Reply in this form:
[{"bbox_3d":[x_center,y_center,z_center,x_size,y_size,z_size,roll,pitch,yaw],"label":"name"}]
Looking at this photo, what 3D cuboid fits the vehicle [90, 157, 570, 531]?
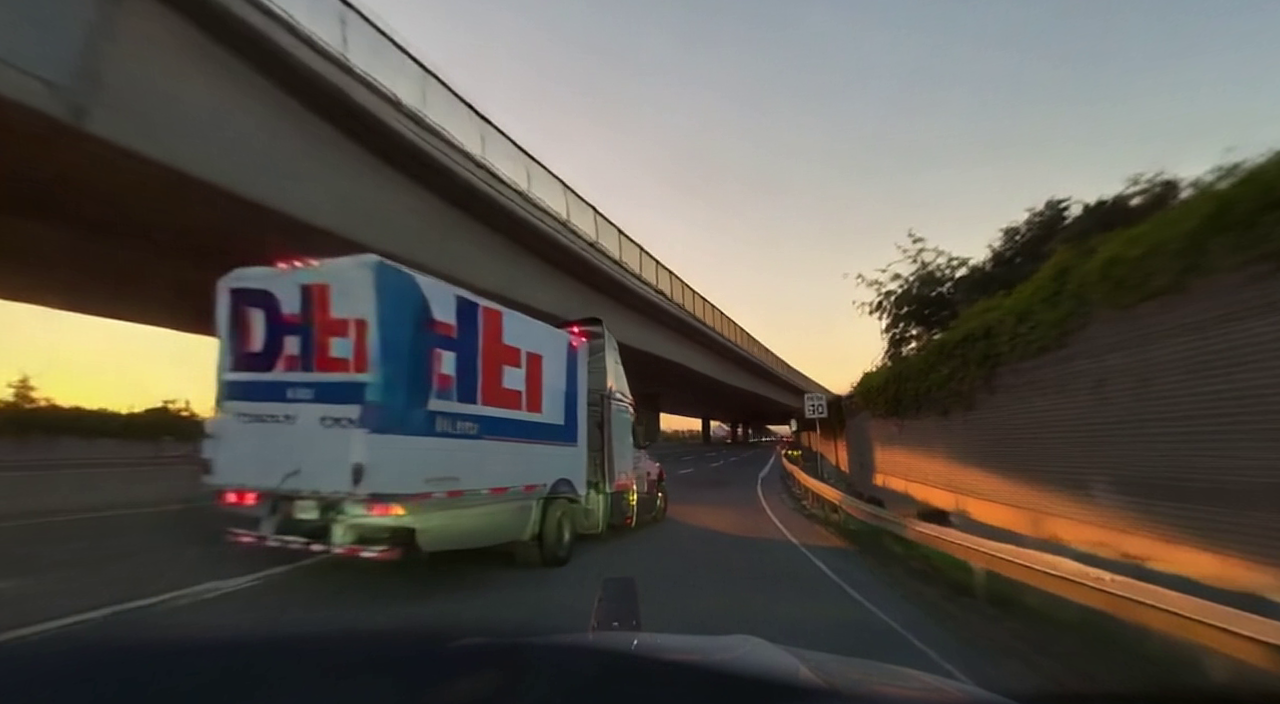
[{"bbox_3d":[-4.071,0.390,11.415,2.796,4.184,8.554,0,-7,13],"label":"vehicle"}]
